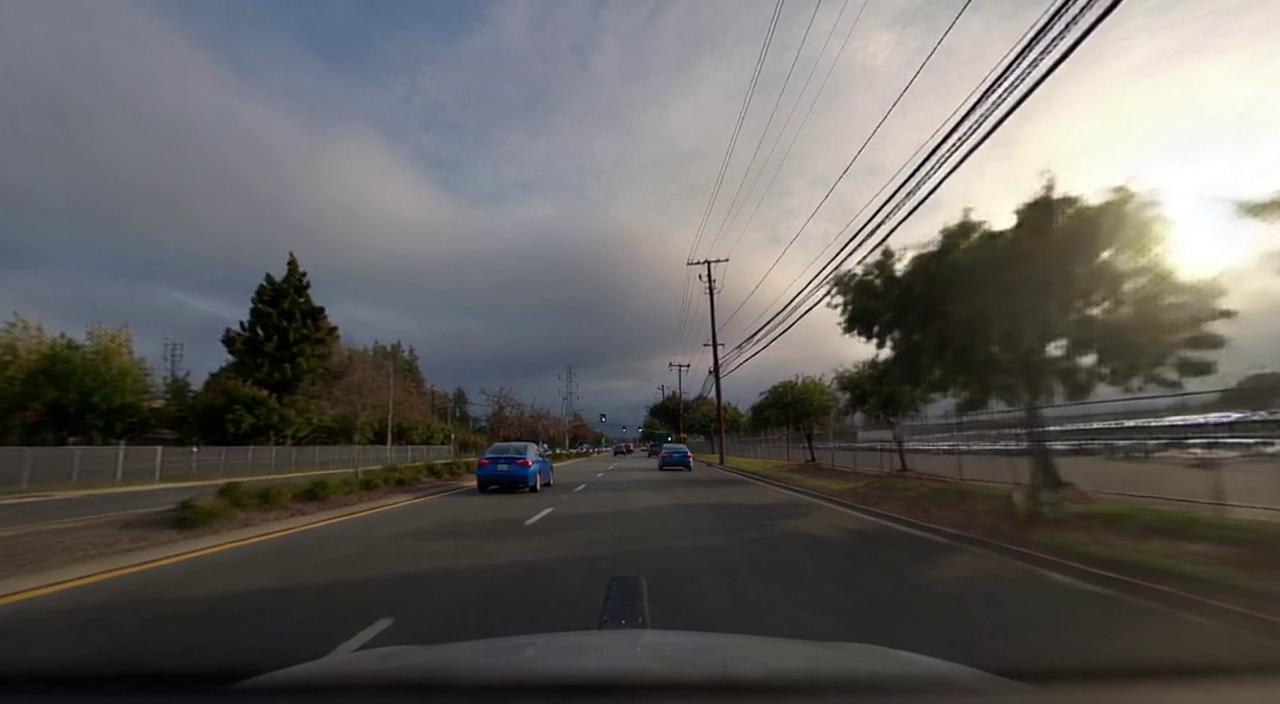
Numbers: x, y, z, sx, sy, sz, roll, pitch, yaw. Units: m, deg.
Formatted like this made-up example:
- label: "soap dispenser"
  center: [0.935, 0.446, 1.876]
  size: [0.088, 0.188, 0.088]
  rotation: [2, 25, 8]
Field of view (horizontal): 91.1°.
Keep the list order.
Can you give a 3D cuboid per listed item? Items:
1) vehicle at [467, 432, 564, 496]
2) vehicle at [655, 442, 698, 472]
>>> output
- label: "vehicle"
  center: [-3.621, 3.328, 19.114]
  size: [1.950, 1.692, 4.397]
  rotation: [0, -8, 1]
- label: "vehicle"
  center: [1.889, 5.650, 33.956]
  size: [2.059, 1.486, 3.980]
  rotation: [0, -8, 0]
